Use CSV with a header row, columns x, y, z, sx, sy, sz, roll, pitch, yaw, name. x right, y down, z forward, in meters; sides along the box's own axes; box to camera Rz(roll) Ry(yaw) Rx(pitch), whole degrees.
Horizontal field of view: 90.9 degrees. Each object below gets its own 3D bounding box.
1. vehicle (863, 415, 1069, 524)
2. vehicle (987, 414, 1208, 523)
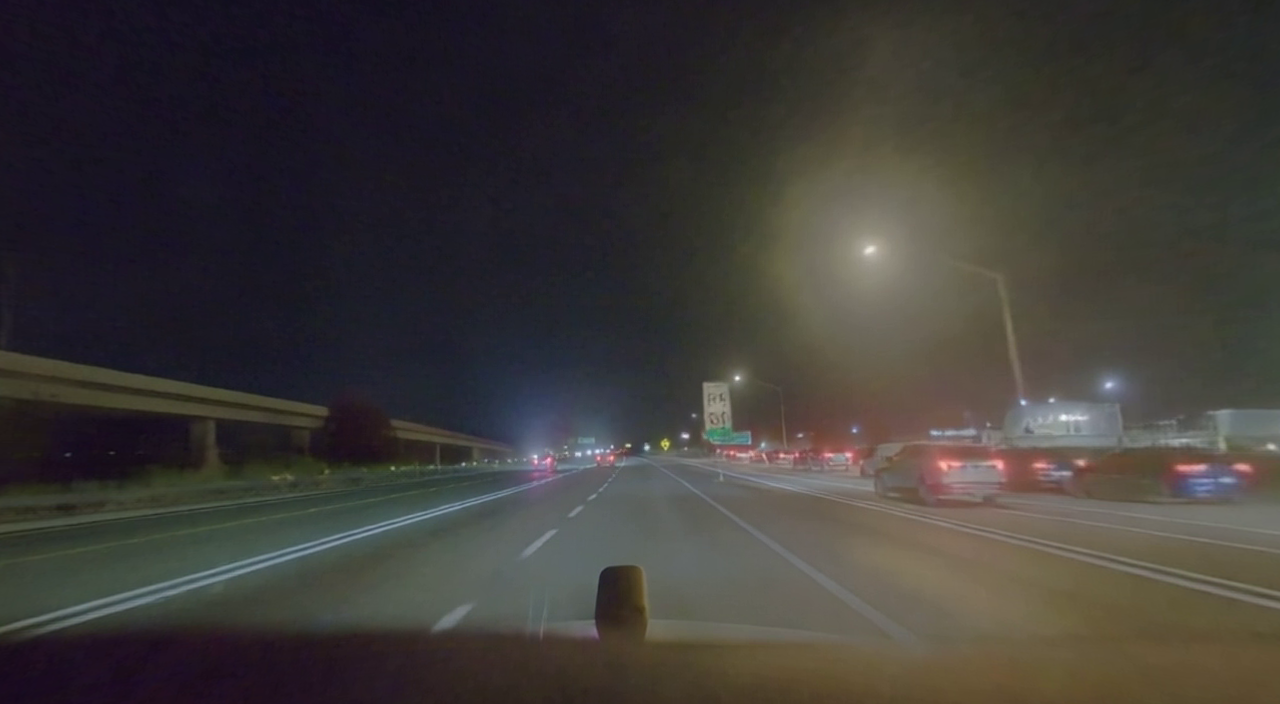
x,y,z,sx,sy,sz,roll,pitch,yaw,name
12.747,4.732,26.343,2.941,3.578,10.624,0,-9,0,vehicle
18.391,4.723,26.461,2.698,3.744,8.974,0,-9,2,vehicle
